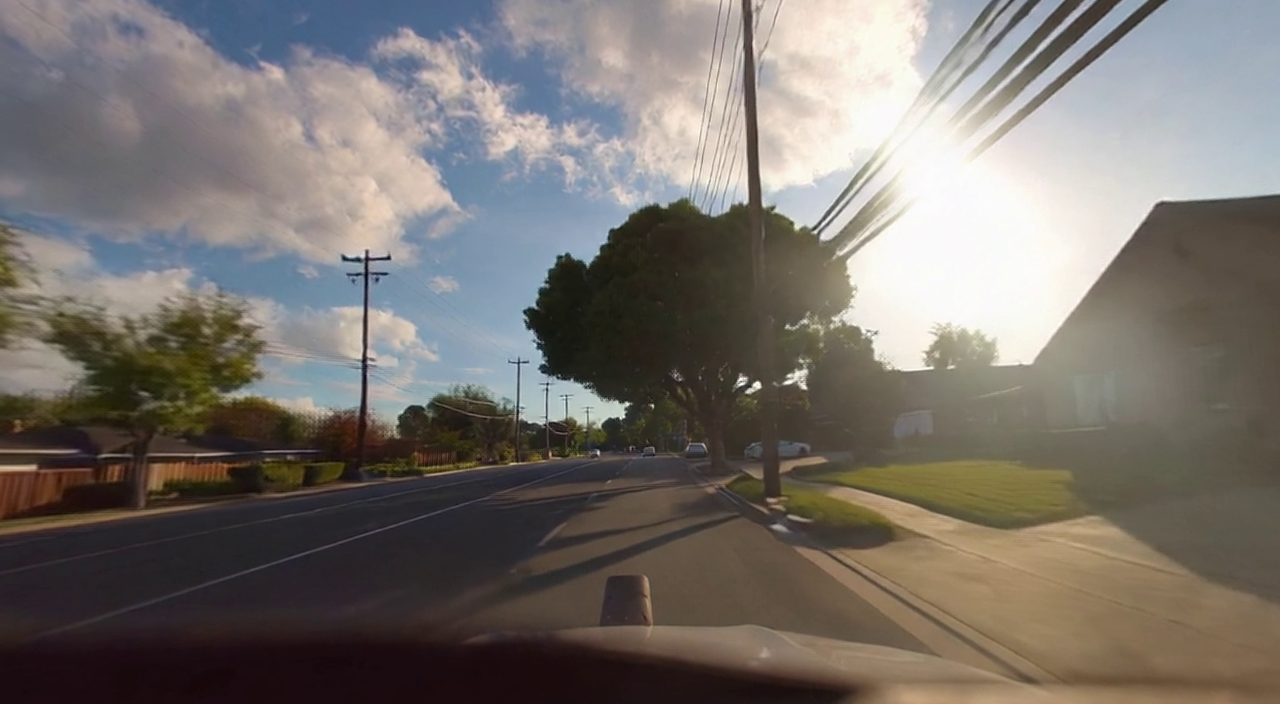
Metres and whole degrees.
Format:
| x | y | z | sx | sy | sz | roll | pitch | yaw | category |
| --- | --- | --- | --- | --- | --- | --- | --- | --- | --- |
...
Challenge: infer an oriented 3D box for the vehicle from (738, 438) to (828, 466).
| x | y | z | sx | sy | sz | roll | pitch | yaw | category |
| --- | --- | --- | --- | --- | --- | --- | --- | --- | --- |
| 8.141 | 5.740 | 36.237 | 4.719 | 1.556 | 1.869 | 0 | -9 | 1 | vehicle |
